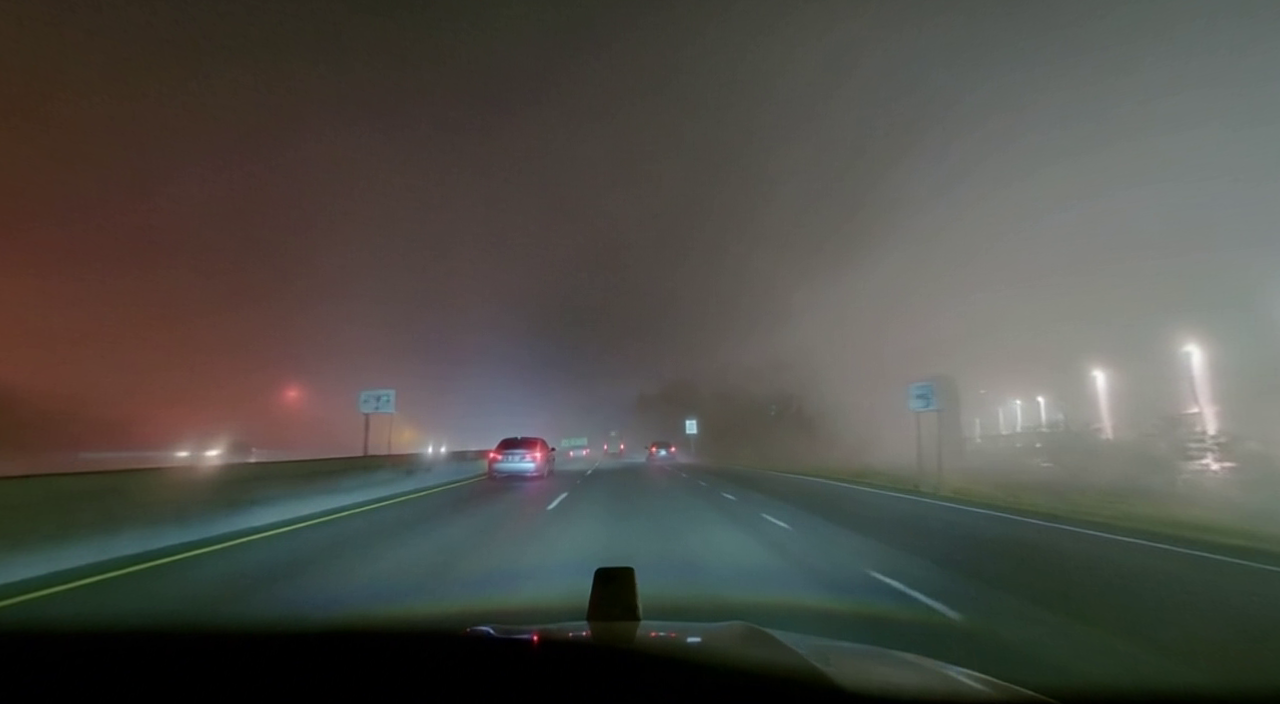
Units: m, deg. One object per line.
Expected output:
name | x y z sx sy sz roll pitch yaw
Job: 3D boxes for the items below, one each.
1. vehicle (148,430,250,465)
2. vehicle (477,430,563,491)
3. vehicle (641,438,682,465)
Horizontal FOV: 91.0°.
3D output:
vehicle | -26.091 5.680 37.449 2.151 1.906 4.729 -2 -8 9
vehicle | -3.762 3.460 20.517 2.080 1.733 4.410 0 -8 -2
vehicle | 1.310 6.378 40.444 2.078 1.608 3.982 0 -8 -6
